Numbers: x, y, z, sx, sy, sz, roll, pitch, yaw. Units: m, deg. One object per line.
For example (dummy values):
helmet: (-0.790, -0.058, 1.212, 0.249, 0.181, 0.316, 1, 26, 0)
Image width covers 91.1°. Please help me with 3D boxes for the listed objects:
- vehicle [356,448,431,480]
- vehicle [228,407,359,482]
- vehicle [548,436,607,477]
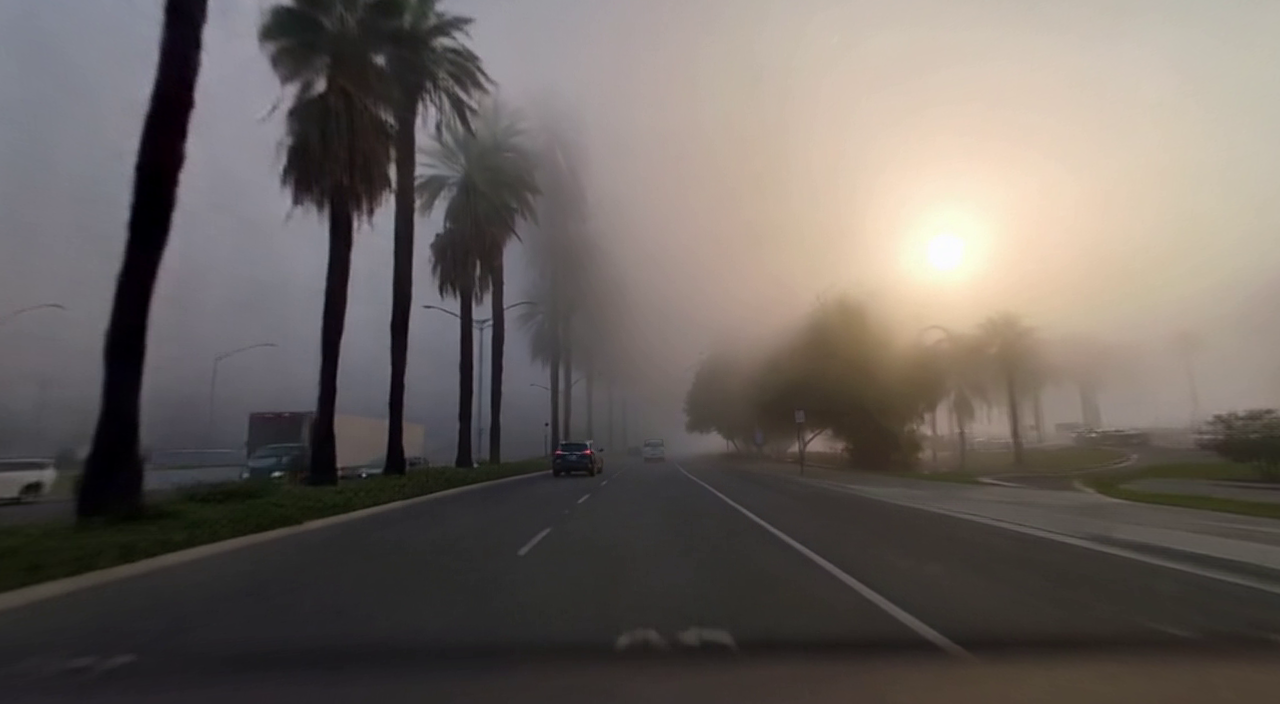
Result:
vehicle: (-15.700, 7.146, 40.393, 2.402, 1.844, 5.766, 0, -8, 1)
vehicle: (-20.362, 5.598, 37.544, 3.298, 4.031, 7.060, 0, -10, 3)
vehicle: (-2.939, 5.052, 30.615, 2.188, 1.819, 4.667, 0, -8, 3)
